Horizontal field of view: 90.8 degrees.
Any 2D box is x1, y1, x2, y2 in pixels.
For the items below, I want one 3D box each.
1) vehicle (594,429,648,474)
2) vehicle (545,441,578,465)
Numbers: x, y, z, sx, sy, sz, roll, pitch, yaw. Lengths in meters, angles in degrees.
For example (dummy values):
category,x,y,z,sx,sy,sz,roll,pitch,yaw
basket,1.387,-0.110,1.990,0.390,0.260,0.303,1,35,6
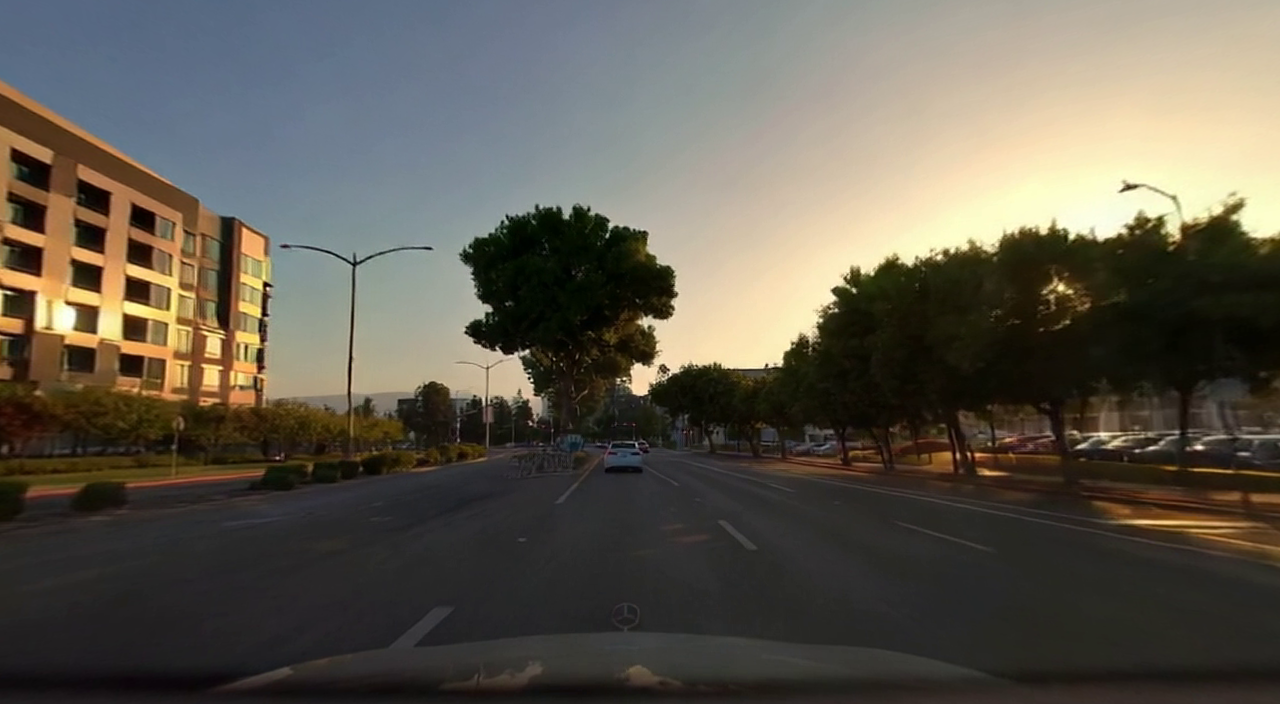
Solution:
category,x,y,z,sx,sy,sz,roll,pitch,yaw
vehicle,-0.895,4.500,28.859,2.260,1.872,4.578,0,-8,-3
vehicle,-4.987,6.439,40.530,1.904,1.460,4.300,1,-8,-4
